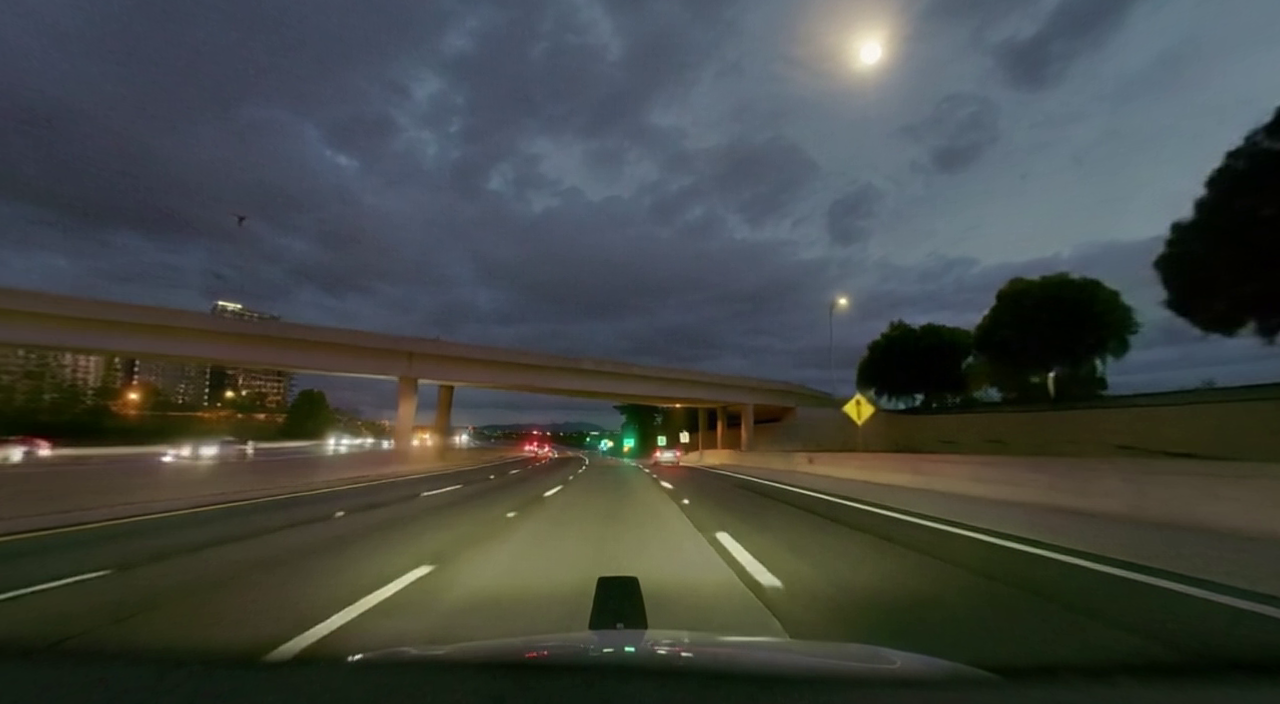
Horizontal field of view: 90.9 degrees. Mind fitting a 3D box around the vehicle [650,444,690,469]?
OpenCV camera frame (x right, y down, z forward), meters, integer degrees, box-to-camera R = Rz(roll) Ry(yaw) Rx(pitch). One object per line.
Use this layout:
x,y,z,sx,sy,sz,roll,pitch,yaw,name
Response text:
1.851,6.689,40.586,2.059,1.509,4.670,0,-8,-4,vehicle
